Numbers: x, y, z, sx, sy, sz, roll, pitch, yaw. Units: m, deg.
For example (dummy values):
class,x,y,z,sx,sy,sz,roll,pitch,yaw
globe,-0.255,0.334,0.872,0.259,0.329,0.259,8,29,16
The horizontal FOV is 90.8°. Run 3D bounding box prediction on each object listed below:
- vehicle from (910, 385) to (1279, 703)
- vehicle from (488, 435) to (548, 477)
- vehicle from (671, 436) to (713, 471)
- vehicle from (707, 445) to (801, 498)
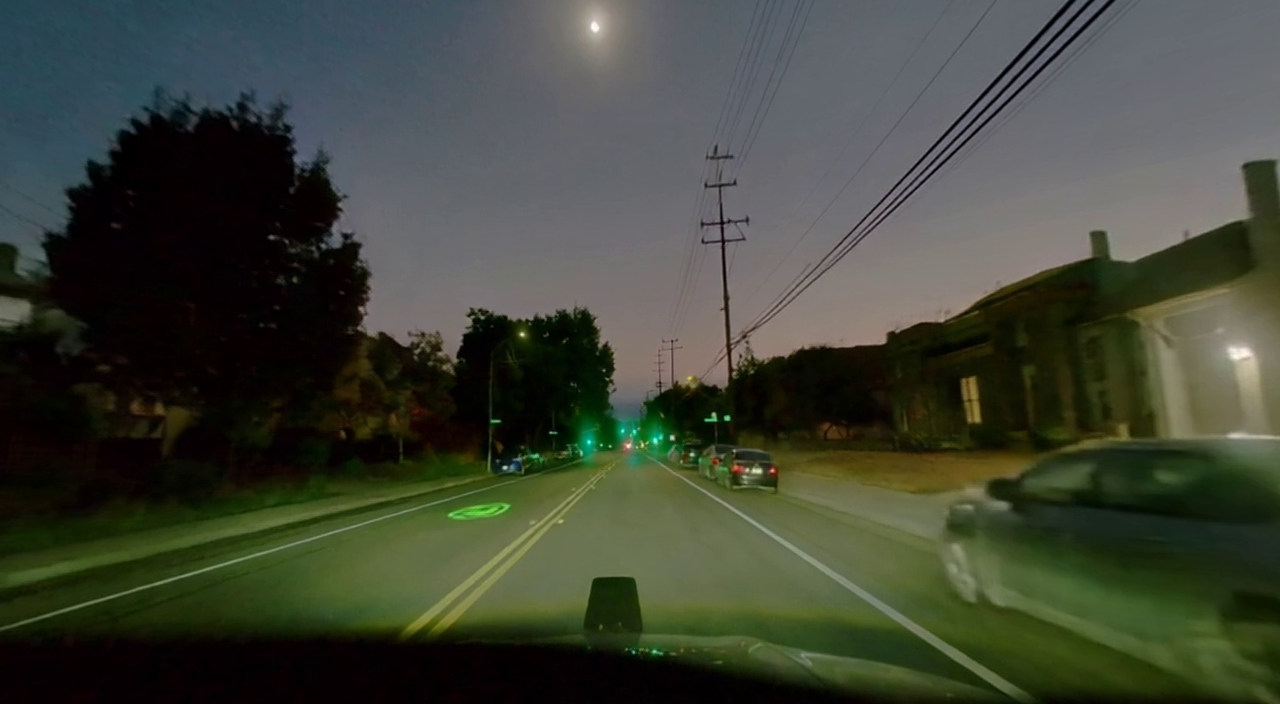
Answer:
class,x,y,z,sx,sy,sz,roll,pitch,yaw
vehicle,3.455,0.999,3.065,2.024,1.554,4.867,0,-8,-1
vehicle,-6.821,5.829,35.951,2.451,2.099,5.112,-1,-7,0
vehicle,3.093,6.187,38.622,2.065,1.953,5.359,0,-8,-1
vehicle,3.298,3.546,19.215,1.967,1.382,4.361,0,-8,-1
